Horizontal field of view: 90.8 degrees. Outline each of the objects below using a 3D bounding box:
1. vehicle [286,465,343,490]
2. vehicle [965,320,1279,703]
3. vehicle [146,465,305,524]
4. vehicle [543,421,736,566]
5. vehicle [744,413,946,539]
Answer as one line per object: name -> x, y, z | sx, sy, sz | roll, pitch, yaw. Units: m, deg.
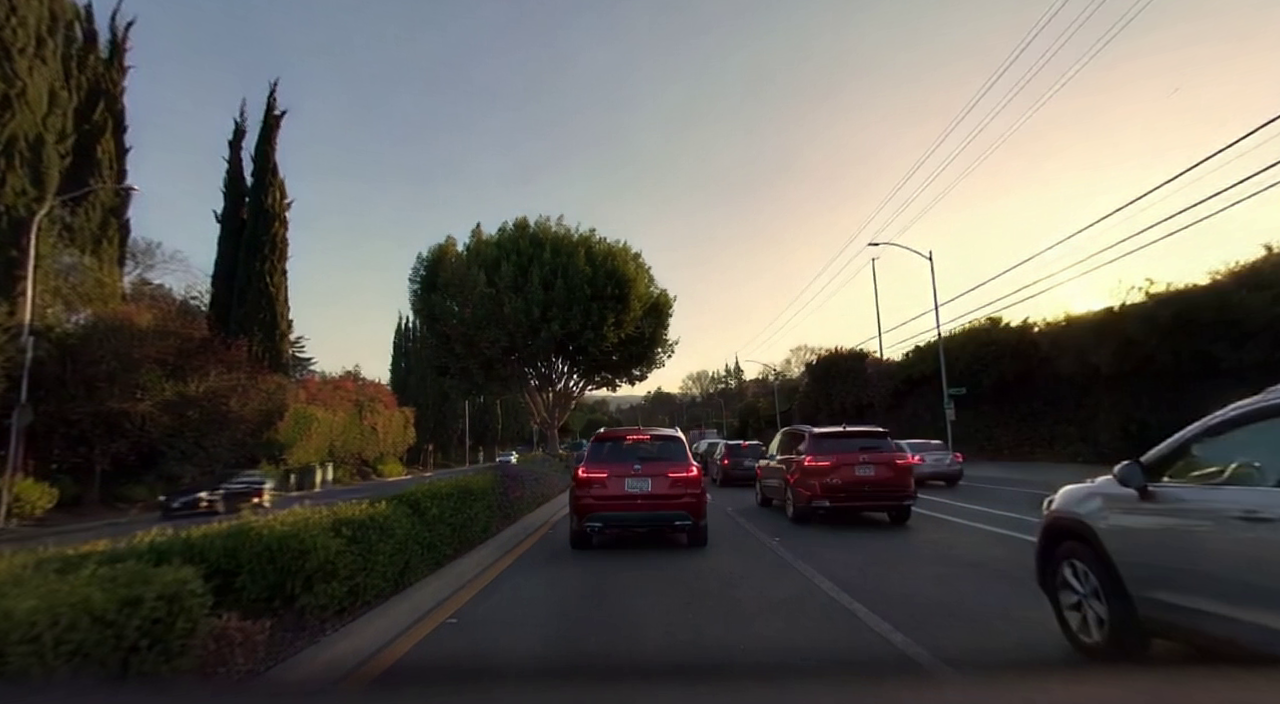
vehicle -> -22.722, 8.758, 44.238 | 1.847, 1.554, 3.926 | 0, -8, 0
vehicle -> 3.525, 0.762, 2.678 | 2.001, 1.707, 4.250 | 0, -8, 0
vehicle -> -13.083, 4.490, 20.379 | 1.960, 1.491, 4.700 | 0, -8, 0
vehicle -> -0.033, 1.932, 9.410 | 2.199, 1.641, 4.232 | 0, -8, -1
vehicle -> 3.361, 2.145, 11.563 | 2.097, 1.818, 4.625 | 0, -8, 0
